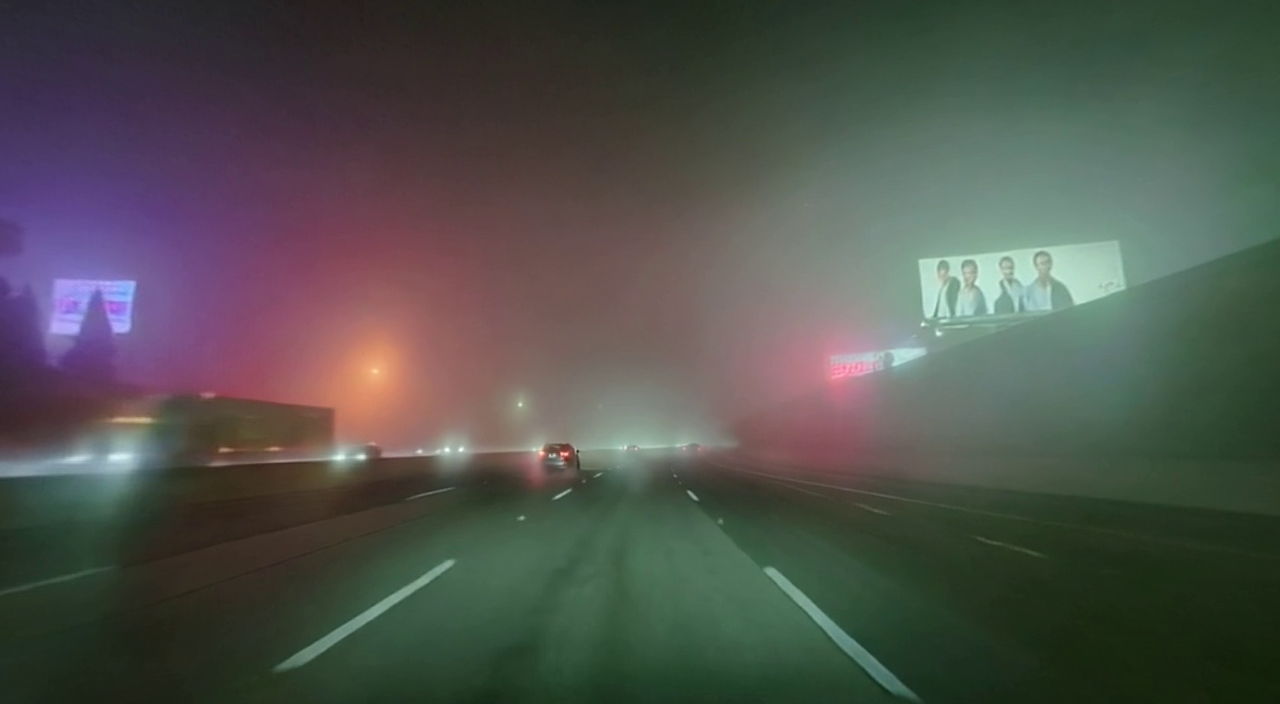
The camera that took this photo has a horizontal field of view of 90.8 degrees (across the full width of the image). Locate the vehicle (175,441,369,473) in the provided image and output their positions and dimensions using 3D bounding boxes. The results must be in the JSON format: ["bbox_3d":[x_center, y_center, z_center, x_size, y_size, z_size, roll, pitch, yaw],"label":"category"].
[{"bbox_3d":[-21.664,6.376,39.170,2.748,1.569,15.088,0,-8,2],"label":"vehicle"}]

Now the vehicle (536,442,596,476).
[{"bbox_3d":[-3.393,5.017,29.967,2.078,1.457,4.648,-1,-8,3],"label":"vehicle"}]

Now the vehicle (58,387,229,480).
[{"bbox_3d":[-22.029,3.725,28.525,3.019,3.782,5.349,-1,-8,3],"label":"vehicle"}]
